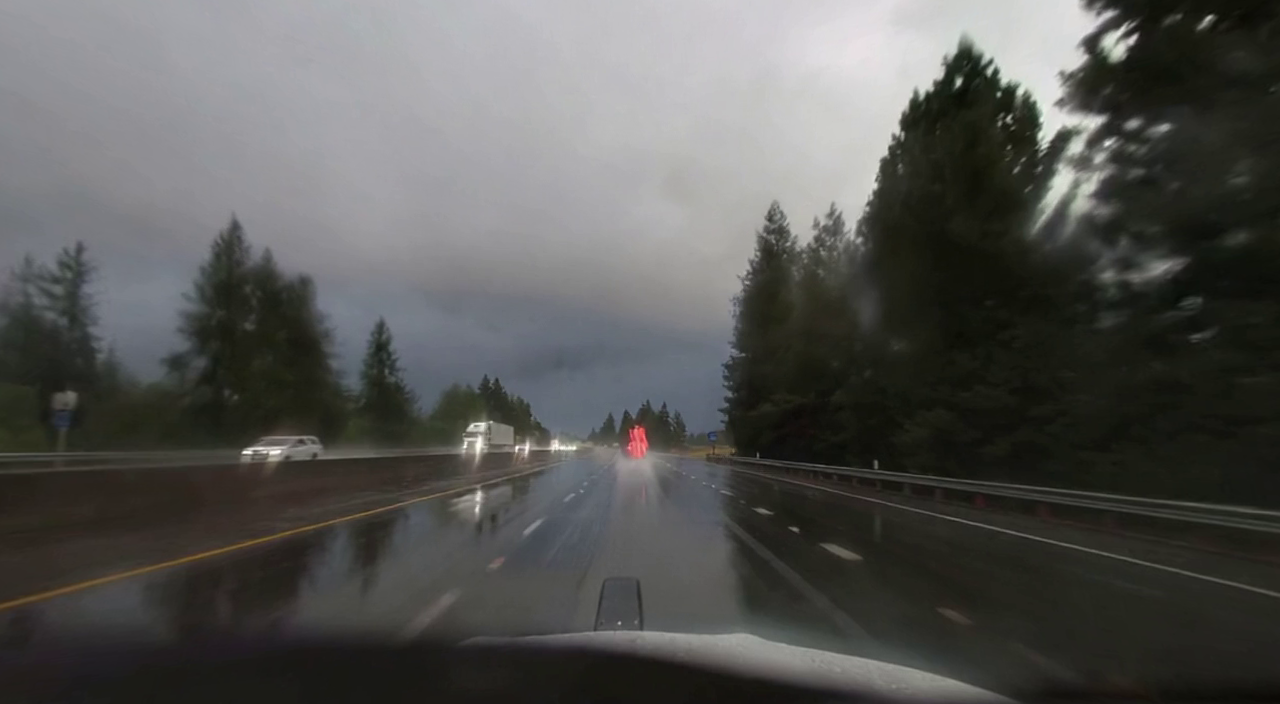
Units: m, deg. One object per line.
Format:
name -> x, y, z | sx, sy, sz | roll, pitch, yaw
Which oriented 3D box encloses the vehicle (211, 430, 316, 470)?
vehicle -> -16.724, 4.408, 28.227 | 1.967, 1.632, 4.428 | 0, -9, 0
